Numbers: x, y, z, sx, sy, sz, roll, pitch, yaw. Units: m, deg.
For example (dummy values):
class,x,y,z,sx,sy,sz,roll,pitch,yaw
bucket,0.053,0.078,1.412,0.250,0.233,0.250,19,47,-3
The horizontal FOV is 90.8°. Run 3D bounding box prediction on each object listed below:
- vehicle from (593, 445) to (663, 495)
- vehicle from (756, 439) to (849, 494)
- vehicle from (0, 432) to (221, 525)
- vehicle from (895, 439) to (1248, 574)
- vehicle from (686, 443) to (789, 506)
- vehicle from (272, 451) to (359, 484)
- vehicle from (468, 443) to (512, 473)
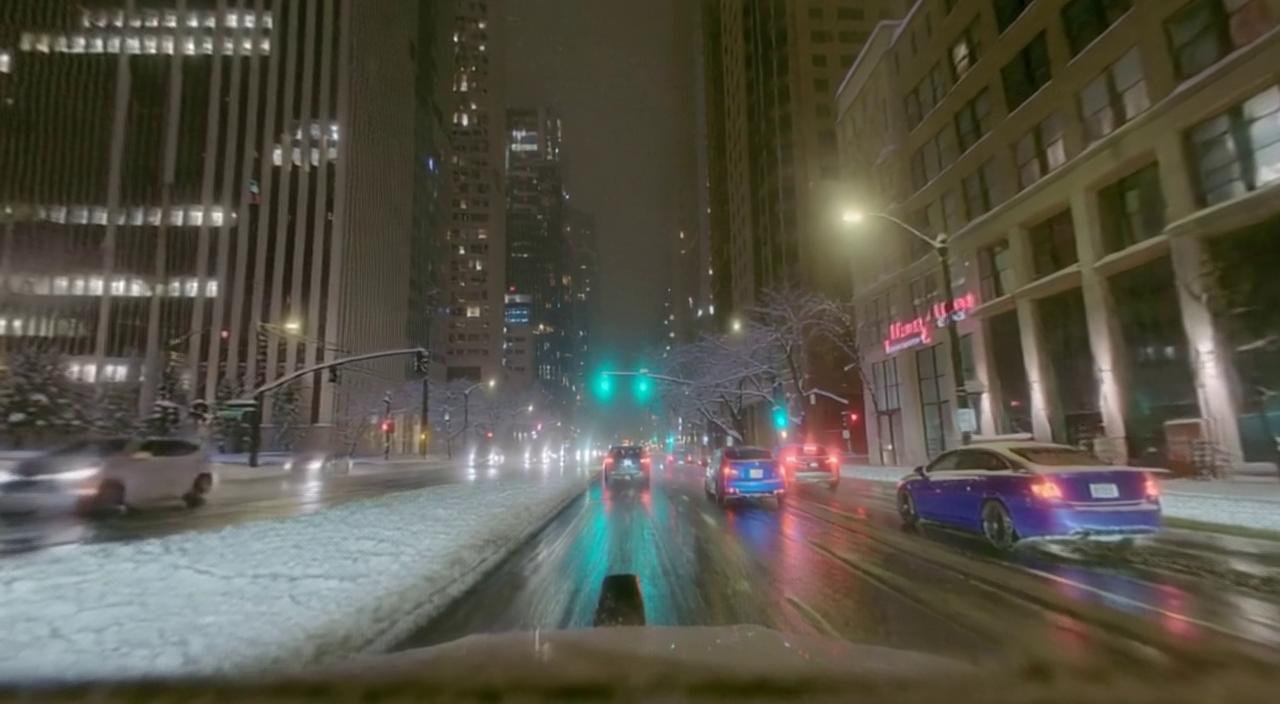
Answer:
class,x,y,z,sx,sy,sz,roll,pitch,yaw
vehicle,-0.422,3.825,20.846,2.096,1.457,4.160,0,-9,-2
vehicle,5.690,4.077,22.801,2.015,1.745,4.444,0,-9,-2
vehicle,-12.427,2.858,14.850,1.861,1.780,4.814,0,-9,-1
vehicle,5.833,2.101,9.507,1.914,1.484,4.639,0,-9,-2
vehicle,2.522,3.306,17.500,1.987,1.484,4.427,0,-9,-2
vehicle,-16.097,5.746,31.667,2.017,1.460,4.556,0,-9,-1
vehicle,-9.839,6.976,41.767,1.827,1.787,4.474,0,-9,-1
